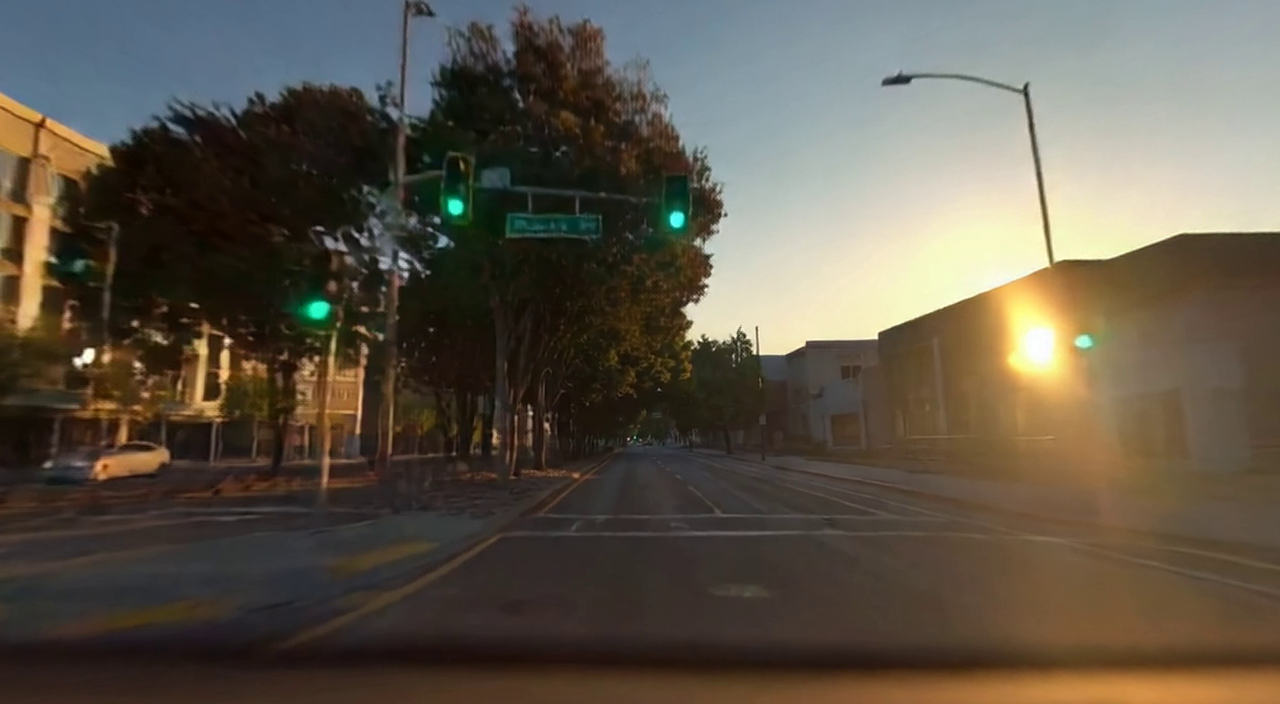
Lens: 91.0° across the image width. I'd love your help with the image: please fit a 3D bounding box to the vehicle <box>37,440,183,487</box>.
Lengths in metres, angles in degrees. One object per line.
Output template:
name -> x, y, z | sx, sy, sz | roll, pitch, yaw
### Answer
vehicle -> -21.506, 4.517, 25.864 | 2.016, 1.705, 4.547 | -1, -9, 0
